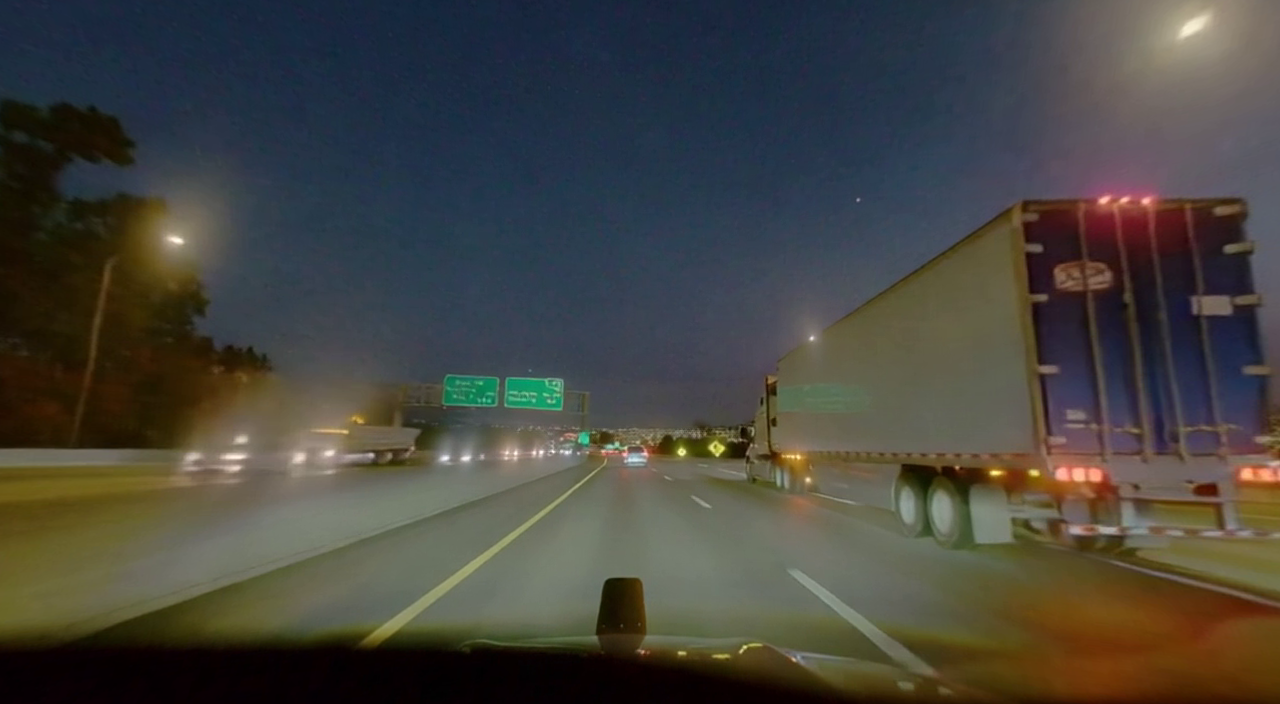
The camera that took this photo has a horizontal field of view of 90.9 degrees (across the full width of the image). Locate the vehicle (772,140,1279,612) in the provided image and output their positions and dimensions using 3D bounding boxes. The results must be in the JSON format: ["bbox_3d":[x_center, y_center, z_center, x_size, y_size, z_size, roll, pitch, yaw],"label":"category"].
[{"bbox_3d":[5.389,1.171,12.248,2.890,4.006,14.039,0,-9,1],"label":"vehicle"}]

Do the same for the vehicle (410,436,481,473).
[{"bbox_3d":[-8.414,4.503,27.646,1.830,1.480,4.053,0,-9,0],"label":"vehicle"}]

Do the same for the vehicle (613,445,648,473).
[{"bbox_3d":[-0.583,6.657,39.347,2.111,1.599,3.859,0,-9,0],"label":"vehicle"}]

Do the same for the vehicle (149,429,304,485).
[{"bbox_3d":[-11.937,3.076,18.587,1.786,1.451,4.104,0,-9,0],"label":"vehicle"}]

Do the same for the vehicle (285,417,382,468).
[{"bbox_3d":[-16.428,4.954,34.260,2.319,2.536,6.071,0,-9,-2],"label":"vehicle"}]
